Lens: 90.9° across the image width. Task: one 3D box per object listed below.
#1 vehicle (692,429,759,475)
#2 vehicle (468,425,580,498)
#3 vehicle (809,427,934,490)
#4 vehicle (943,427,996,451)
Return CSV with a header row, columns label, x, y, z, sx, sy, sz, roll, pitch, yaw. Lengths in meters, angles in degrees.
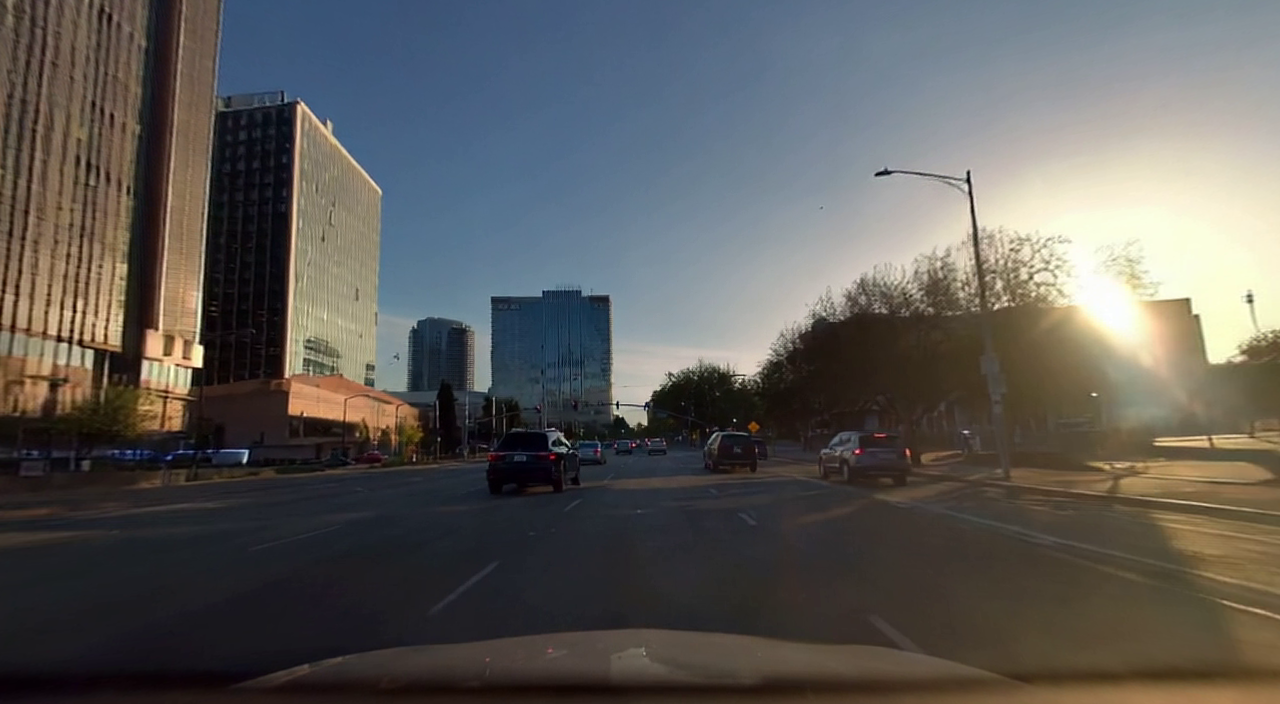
label,x,y,z,sx,sy,sz,roll,pitch,yaw
vehicle,3.545,4.279,27.109,2.178,1.804,4.766,0,-9,0
vehicle,-2.992,2.961,17.358,2.141,1.719,4.379,0,-9,2
vehicle,6.877,3.230,19.346,2.088,1.666,4.512,0,-9,-1
vehicle,23.484,6.239,45.026,1.800,1.563,3.827,-1,-9,2
